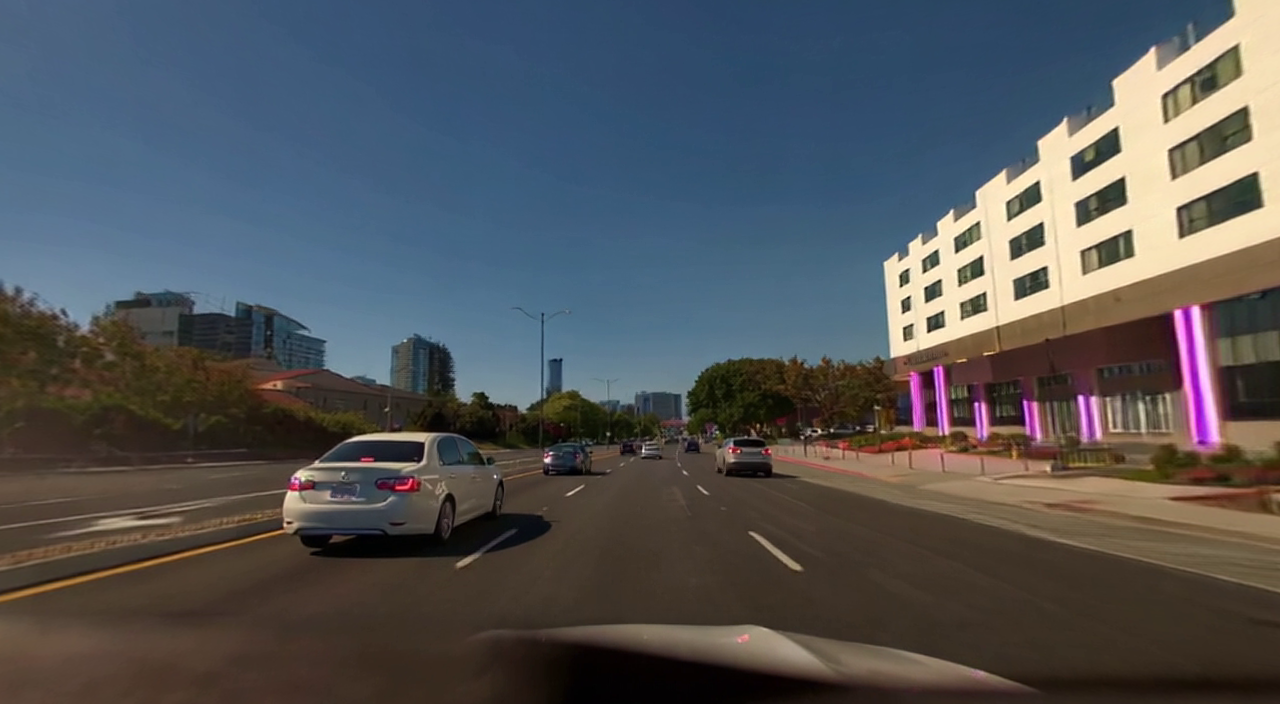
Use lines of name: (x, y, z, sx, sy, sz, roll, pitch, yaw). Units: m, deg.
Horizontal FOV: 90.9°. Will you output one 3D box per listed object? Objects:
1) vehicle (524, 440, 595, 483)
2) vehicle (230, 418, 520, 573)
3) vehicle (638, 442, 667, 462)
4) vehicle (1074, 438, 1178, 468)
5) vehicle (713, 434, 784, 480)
vehicle: (-2.922, 4.084, 23.888, 1.980, 1.454, 4.226, 0, -8, 2)
vehicle: (-3.143, 1.794, 8.748, 2.118, 1.568, 4.436, 0, -8, -1)
vehicle: (1.009, 7.835, 49.677, 2.164, 1.477, 3.988, 0, -8, 2)
vehicle: (29.729, 6.194, 38.680, 4.667, 1.674, 1.767, -1, -9, 11)
vehicle: (4.330, 4.261, 25.840, 2.103, 1.699, 4.171, 0, -8, 0)
